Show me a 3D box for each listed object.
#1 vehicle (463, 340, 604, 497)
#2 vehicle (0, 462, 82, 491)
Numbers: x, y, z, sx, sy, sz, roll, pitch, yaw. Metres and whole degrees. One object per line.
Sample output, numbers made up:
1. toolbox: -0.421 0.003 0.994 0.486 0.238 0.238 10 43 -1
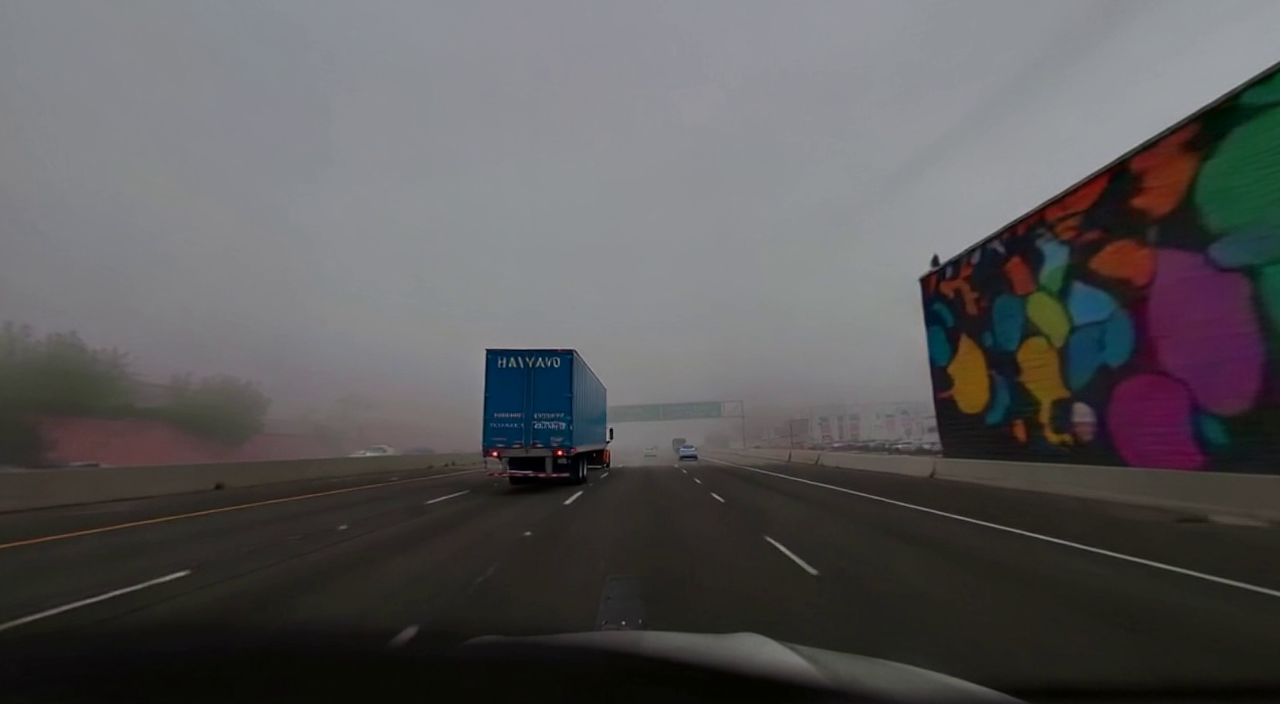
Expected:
1. vehicle: -3.030 2.279 20.912 2.977 4.048 8.890 -1 -7 1
2. vehicle: -35.919 7.341 37.432 1.687 1.430 4.239 0 -8 1
